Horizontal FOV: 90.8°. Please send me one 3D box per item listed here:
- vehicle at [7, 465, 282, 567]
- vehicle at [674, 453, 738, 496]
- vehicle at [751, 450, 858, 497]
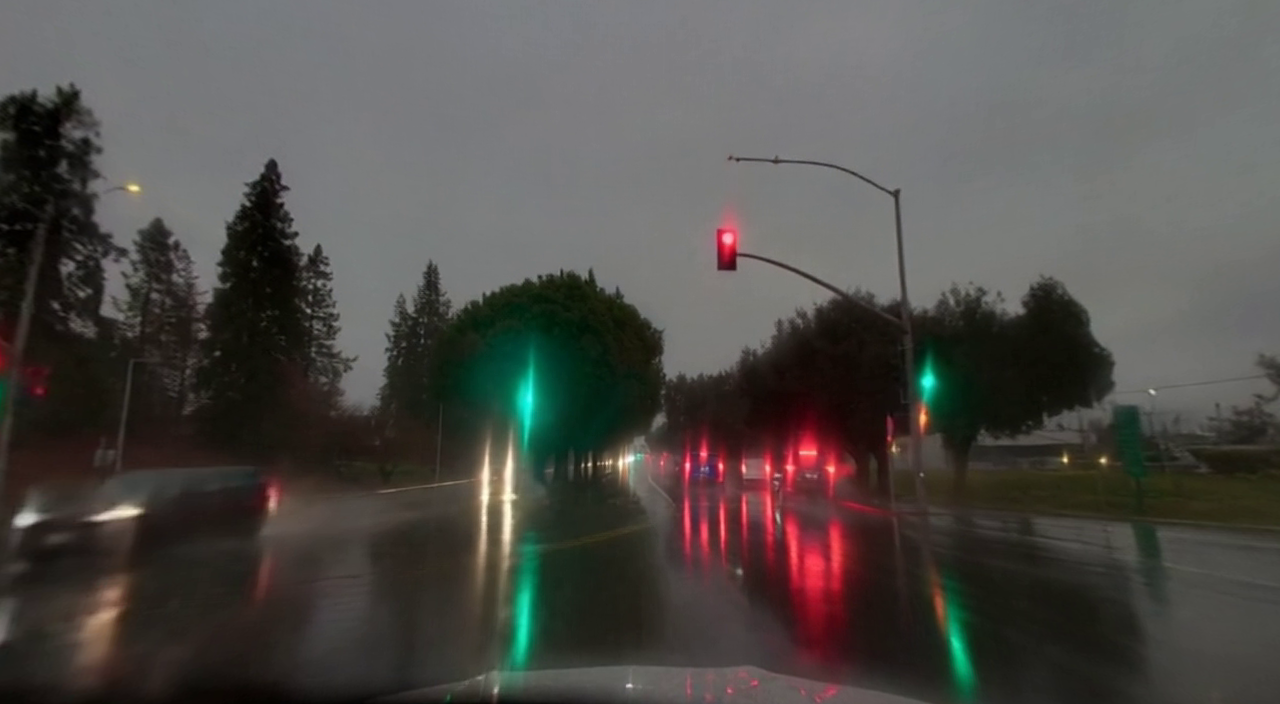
[{"bbox_3d":[-8.688,2.863,11.661,1.818,1.397,4.026,0,-8,0],"label":"vehicle"},{"bbox_3d":[2.755,5.269,27.642,2.140,1.655,4.786,0,-8,-2],"label":"vehicle"},{"bbox_3d":[8.654,6.445,34.252,2.771,2.214,7.159,1,-9,-10],"label":"vehicle"}]
